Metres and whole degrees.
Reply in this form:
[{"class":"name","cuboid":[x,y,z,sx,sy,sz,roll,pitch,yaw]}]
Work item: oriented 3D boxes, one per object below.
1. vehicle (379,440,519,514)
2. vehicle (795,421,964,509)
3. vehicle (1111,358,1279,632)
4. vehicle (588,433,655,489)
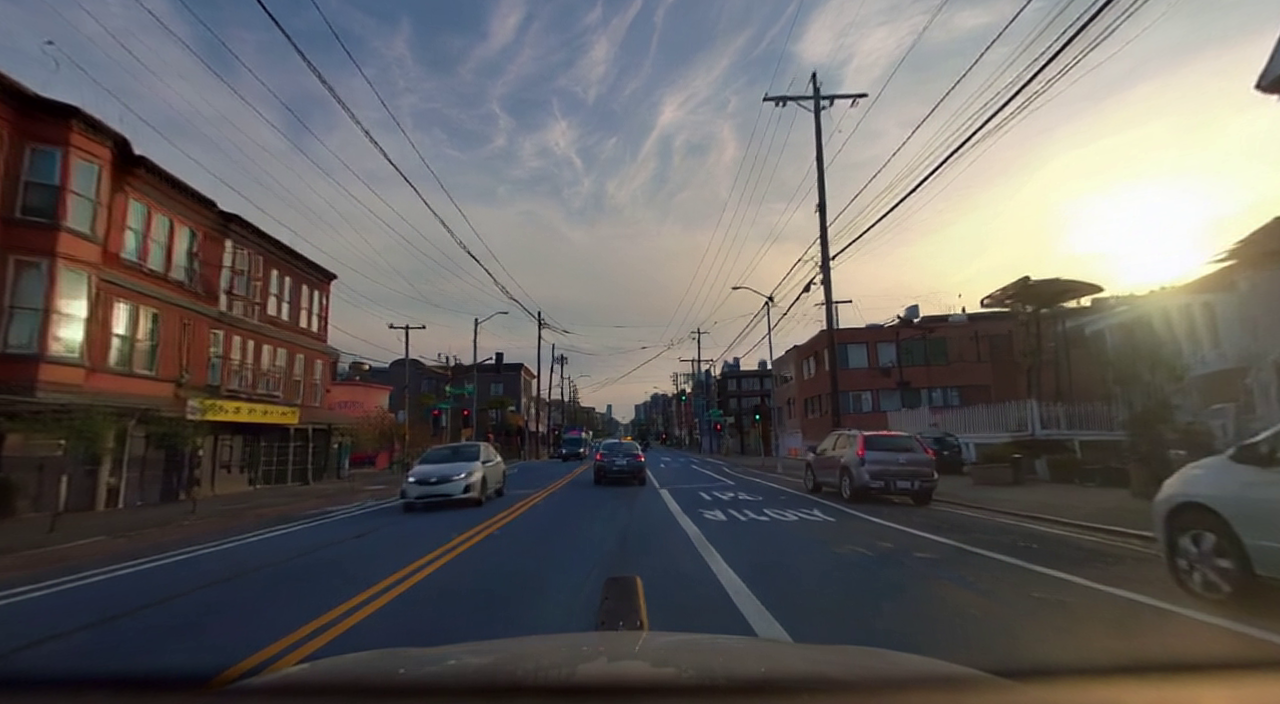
[{"class":"vehicle","cuboid":[-4.435,2.947,15.504,2.181,1.500,4.319,-1,-8,-1]},{"class":"vehicle","cuboid":[6.007,2.914,16.864,2.197,1.917,5.637,0,-8,-1]},{"class":"vehicle","cuboid":[6.071,0.940,3.780,2.208,2.106,5.496,-1,-8,0]},{"class":"vehicle","cuboid":[-0.584,3.515,20.748,1.980,1.635,3.795,-1,-8,-1]}]
